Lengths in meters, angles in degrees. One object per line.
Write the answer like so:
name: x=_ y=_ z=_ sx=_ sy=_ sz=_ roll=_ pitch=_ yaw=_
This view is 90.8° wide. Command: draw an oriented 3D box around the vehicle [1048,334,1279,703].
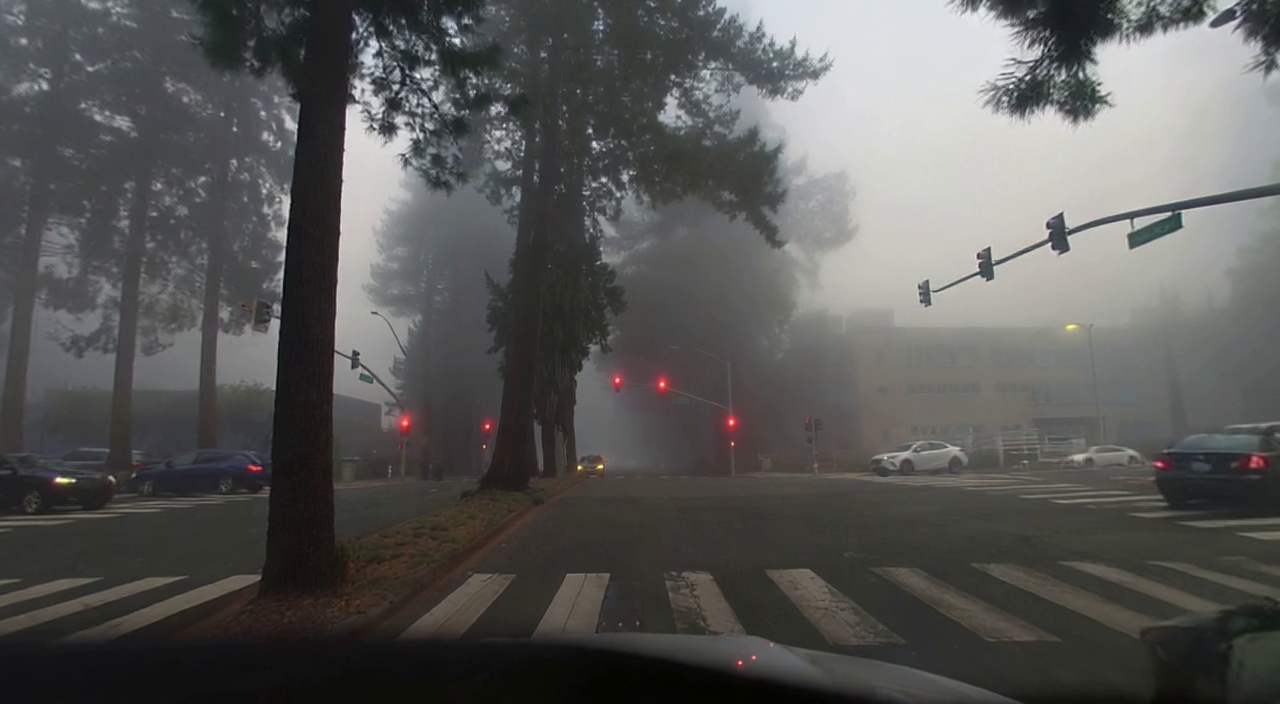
vehicle: x=3.333 y=0.658 z=1.360 sx=2.227 sy=1.705 sz=4.719 roll=-1 pitch=-8 yaw=8

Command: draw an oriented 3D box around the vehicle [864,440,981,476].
vehicle: x=15.607 y=5.891 z=35.145 sx=5.220 sy=1.897 sz=2.596 roll=0 pitch=-8 yaw=0

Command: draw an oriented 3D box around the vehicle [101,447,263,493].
vehicle: x=-19.139 y=4.955 z=26.646 sx=4.798 sy=1.763 sz=2.536 roll=0 pitch=-10 yaw=0

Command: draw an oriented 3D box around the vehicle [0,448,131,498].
vehicle: x=-22.121 y=4.414 z=23.267 sx=4.748 sy=1.727 sz=2.325 roll=0 pitch=-8 yaw=2
